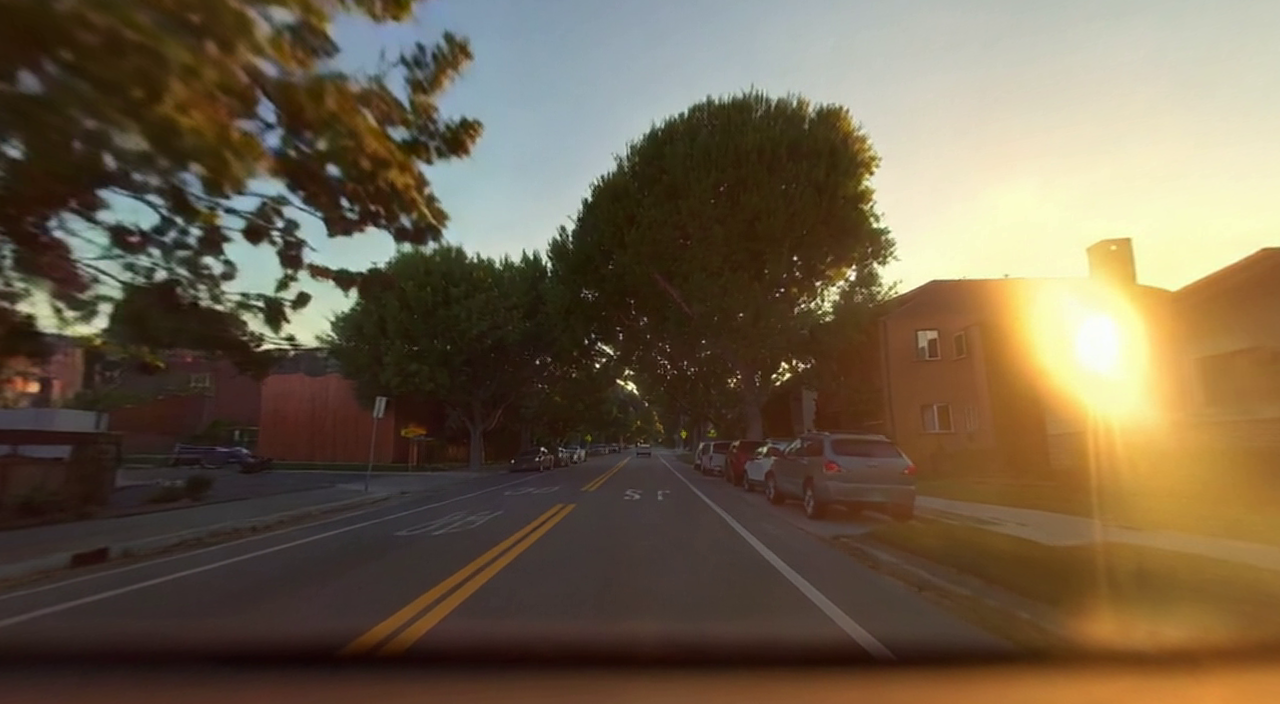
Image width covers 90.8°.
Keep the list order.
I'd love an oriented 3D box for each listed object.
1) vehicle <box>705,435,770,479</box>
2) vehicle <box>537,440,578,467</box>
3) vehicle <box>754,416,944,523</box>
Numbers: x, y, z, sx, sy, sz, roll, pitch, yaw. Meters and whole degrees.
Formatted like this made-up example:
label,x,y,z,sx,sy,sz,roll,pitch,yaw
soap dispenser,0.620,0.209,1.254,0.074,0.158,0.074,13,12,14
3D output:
label,x,y,z,sx,sy,sz,roll,pitch,yaw
vehicle,4.000,4.382,26.755,1.971,1.665,4.722,0,-8,0
vehicle,-6.180,7.652,47.953,2.252,1.882,5.883,-2,-8,1
vehicle,3.910,2.279,12.849,1.937,1.752,4.574,1,-8,-5
